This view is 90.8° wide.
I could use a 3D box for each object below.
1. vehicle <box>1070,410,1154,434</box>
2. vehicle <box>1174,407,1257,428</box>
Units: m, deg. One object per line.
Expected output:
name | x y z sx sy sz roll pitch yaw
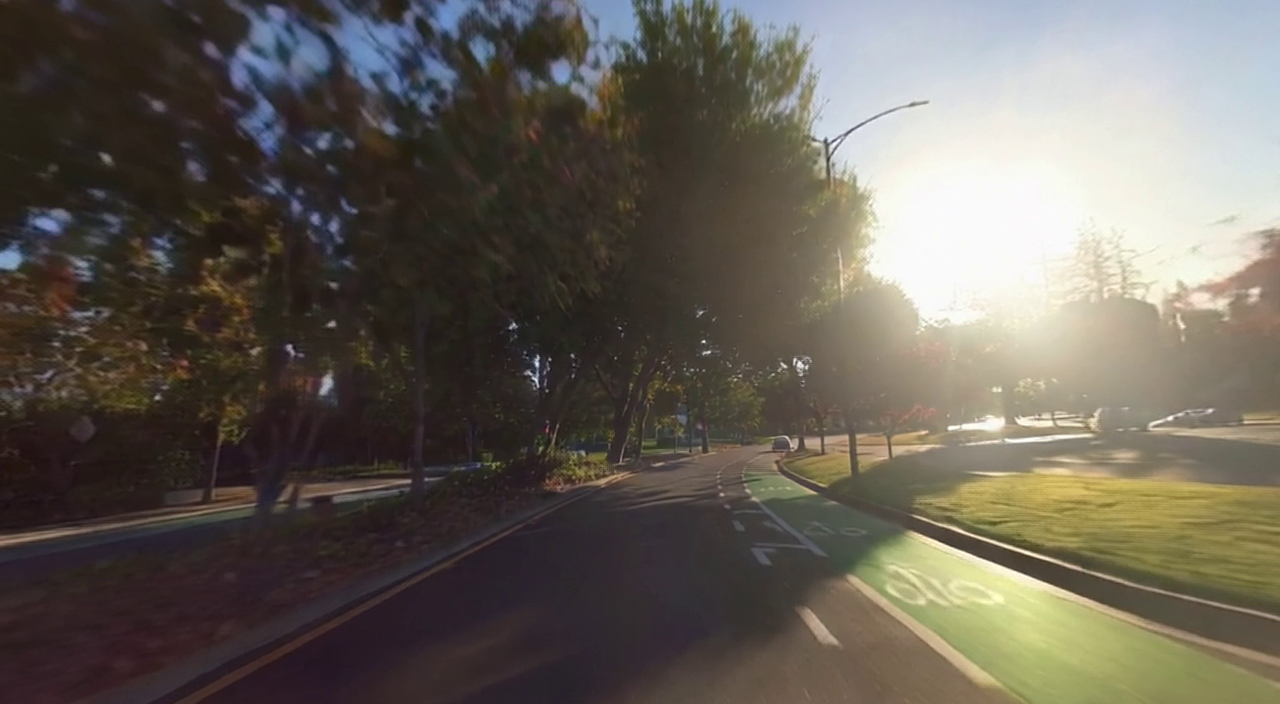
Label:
vehicle | 34.223 5.088 45.874 4.615 1.610 2.040 0 -8 -6
vehicle | 41.850 4.776 45.976 4.406 1.461 1.851 0 -8 -5
